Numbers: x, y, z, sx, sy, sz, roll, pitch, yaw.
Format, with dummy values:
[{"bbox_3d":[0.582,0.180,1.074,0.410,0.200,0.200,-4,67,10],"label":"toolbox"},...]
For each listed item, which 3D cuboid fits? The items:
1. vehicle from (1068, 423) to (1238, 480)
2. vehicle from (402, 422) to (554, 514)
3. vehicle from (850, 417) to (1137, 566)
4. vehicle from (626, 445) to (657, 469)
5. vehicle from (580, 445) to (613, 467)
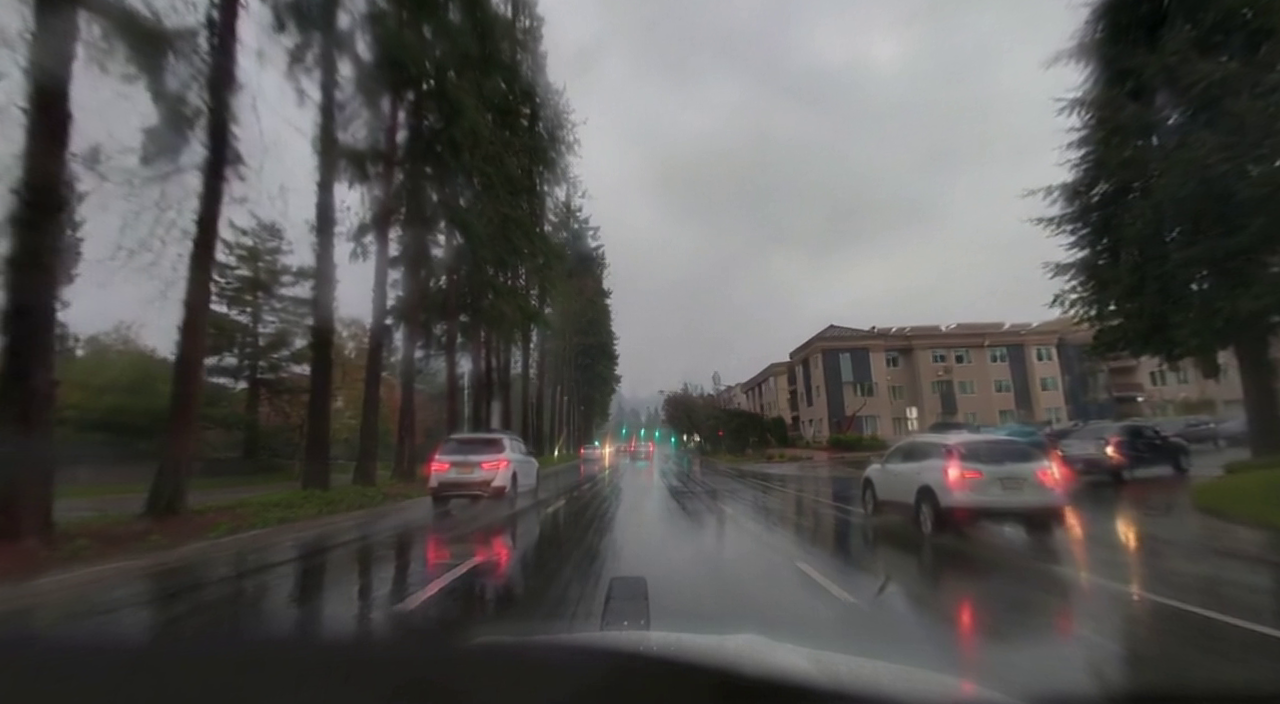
[{"bbox_3d":[16.144,3.108,19.858,4.735,1.597,1.950,3,-9,-22],"label":"vehicle"},{"bbox_3d":[-3.591,2.700,15.143,2.216,1.828,4.886,0,-9,2],"label":"vehicle"},{"bbox_3d":[4.563,1.839,9.082,1.969,1.593,4.293,-1,-9,6],"label":"vehicle"},{"bbox_3d":[0.144,7.047,42.406,1.940,1.501,4.133,0,-9,1],"label":"vehicle"},{"bbox_3d":[-3.267,7.891,48.129,2.091,1.548,4.604,0,-9,2],"label":"vehicle"}]
